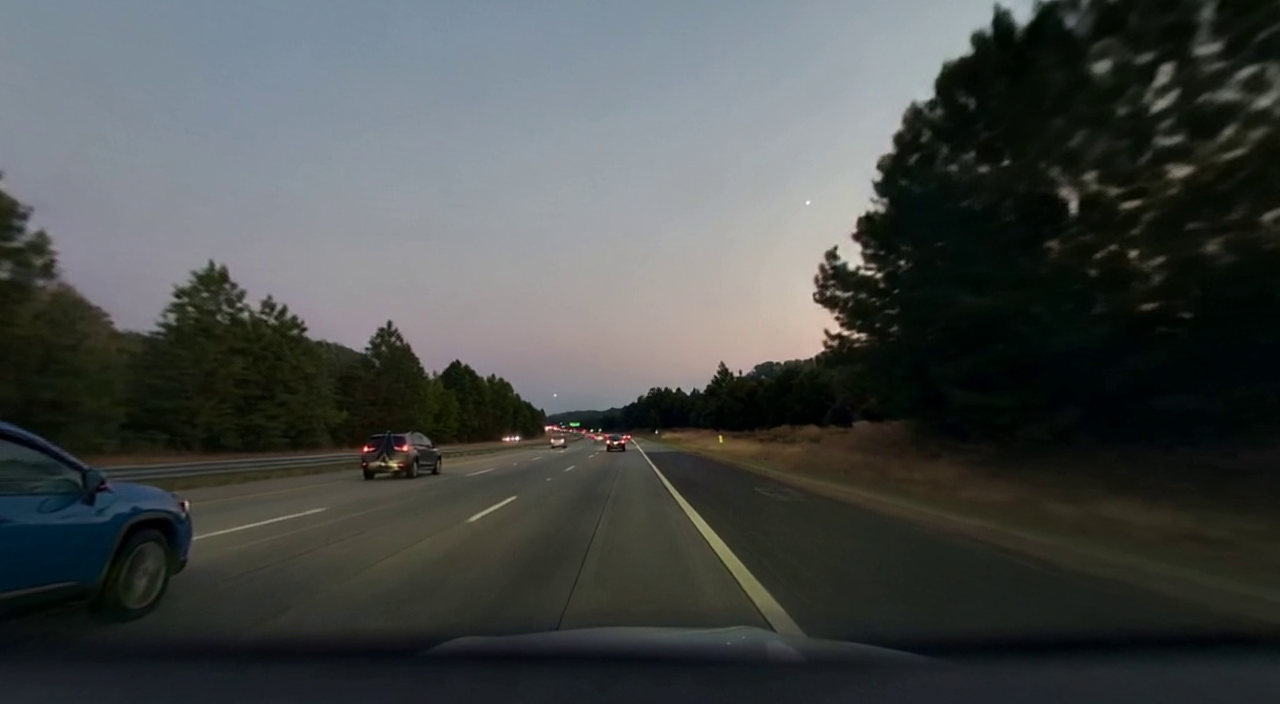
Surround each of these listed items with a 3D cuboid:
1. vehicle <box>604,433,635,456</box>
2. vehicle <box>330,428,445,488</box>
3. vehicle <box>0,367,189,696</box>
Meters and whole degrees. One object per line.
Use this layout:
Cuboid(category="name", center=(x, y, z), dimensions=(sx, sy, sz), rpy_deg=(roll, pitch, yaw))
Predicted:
Cuboid(category="vehicle", center=(-1.515, 6.955, 47.478), dimensions=(2.178, 1.658, 3.916), rpy_deg=(0, -8, -1))
Cuboid(category="vehicle", center=(-8.064, 3.390, 20.626), dimensions=(1.964, 1.745, 4.338), rpy_deg=(0, -8, 0))
Cuboid(category="vehicle", center=(-4.446, 0.834, 2.391), dimensions=(2.069, 1.748, 4.652), rpy_deg=(0, -8, -1))
